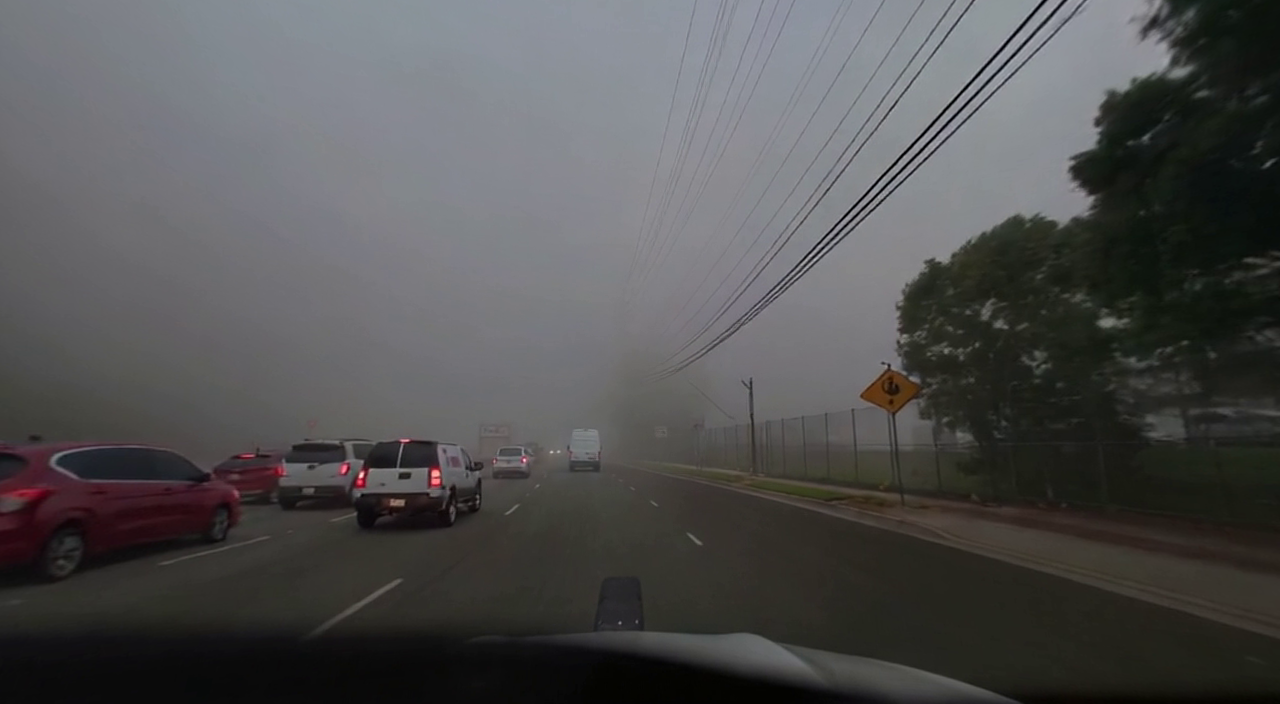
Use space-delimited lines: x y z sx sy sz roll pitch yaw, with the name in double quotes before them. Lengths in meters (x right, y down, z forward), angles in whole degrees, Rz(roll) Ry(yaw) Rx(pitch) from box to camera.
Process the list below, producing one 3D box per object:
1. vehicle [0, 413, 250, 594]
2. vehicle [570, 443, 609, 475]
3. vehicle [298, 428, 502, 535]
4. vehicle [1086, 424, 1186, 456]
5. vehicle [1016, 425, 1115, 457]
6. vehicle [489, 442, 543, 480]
"vehicle" -7.324 1.750 7.974 2.065 1.739 4.367 0 -8 -2
"vehicle" -2.876 5.993 35.581 2.055 1.671 4.147 1 -8 -6
"vehicle" -4.359 2.423 12.500 2.388 1.692 4.684 0 -8 -3
"vehicle" 36.779 6.551 46.761 5.472 2.276 2.302 1 -8 -2
"vehicle" 29.636 6.226 43.891 5.535 2.130 2.145 1 -9 -7
"vehicle" -5.952 5.271 30.724 2.057 1.673 4.934 1 -8 -5
